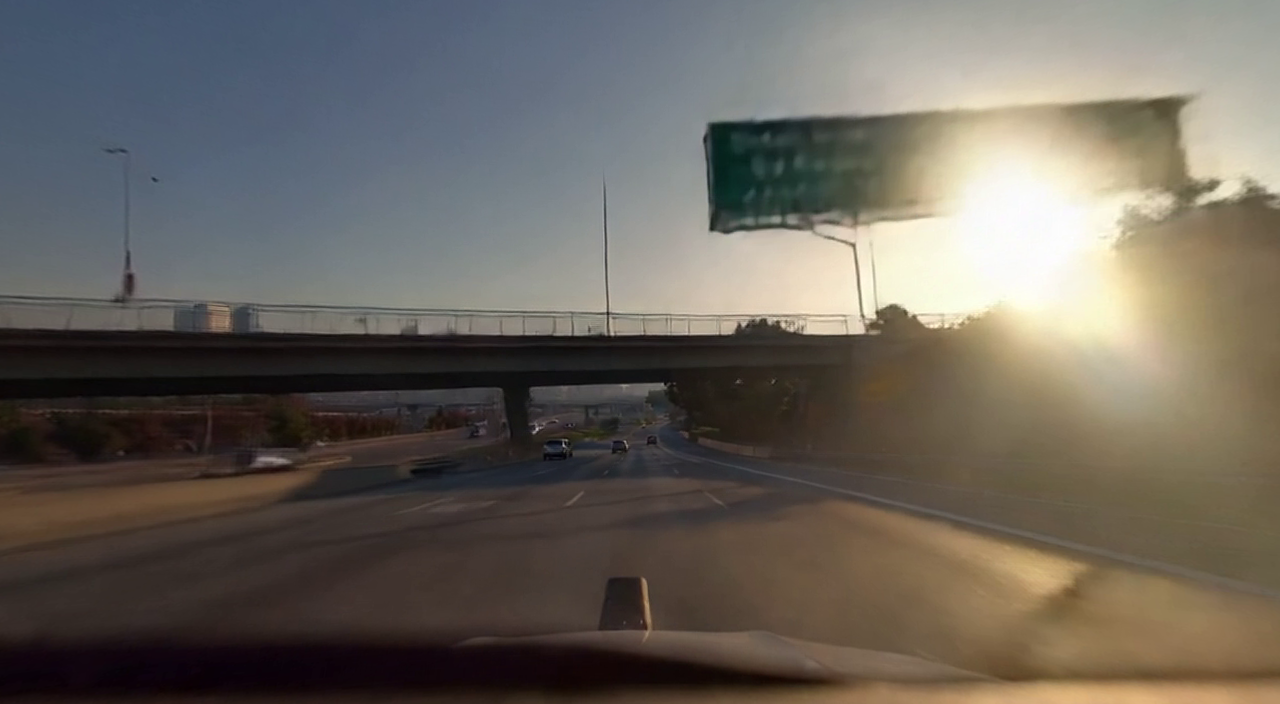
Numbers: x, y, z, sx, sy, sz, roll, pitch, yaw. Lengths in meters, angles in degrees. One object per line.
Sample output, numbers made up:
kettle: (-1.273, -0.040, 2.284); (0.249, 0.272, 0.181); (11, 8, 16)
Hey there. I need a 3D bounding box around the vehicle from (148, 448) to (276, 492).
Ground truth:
vehicle: (-16.321, 4.484, 24.345); (1.854, 1.472, 4.283); (-1, -8, 1)
